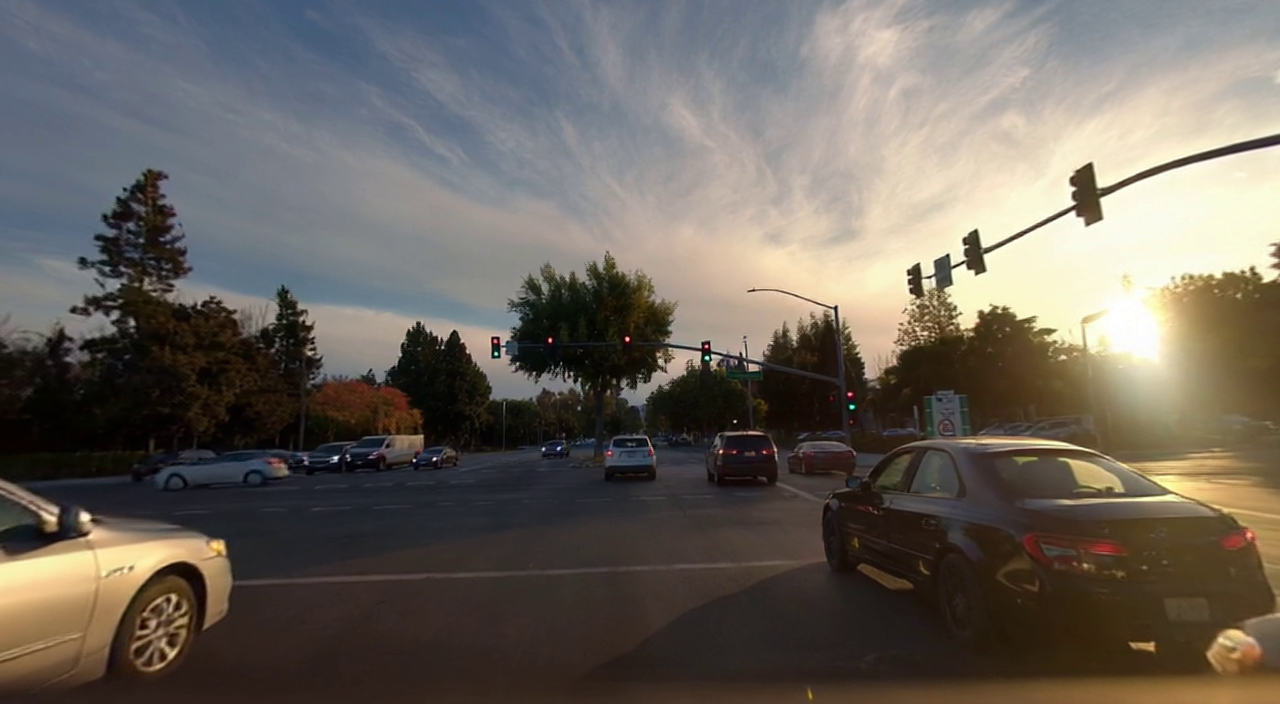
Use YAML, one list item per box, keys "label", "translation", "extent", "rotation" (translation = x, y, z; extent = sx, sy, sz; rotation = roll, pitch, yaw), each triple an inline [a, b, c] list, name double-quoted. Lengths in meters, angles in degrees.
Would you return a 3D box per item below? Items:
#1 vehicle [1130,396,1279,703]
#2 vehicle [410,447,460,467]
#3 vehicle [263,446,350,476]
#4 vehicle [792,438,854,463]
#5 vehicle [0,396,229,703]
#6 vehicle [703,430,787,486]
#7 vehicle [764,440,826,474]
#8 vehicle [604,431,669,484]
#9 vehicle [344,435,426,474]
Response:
- label: "vehicle"
  translation: [3.057, 0.648, 0.475]
  extent: [1.960, 1.460, 4.233]
  rotation: [0, -8, 0]
- label: "vehicle"
  translation: [-14.084, 7.221, 43.575]
  extent: [1.926, 1.325, 4.162]
  rotation: [-1, -8, 2]
- label: "vehicle"
  translation: [-17.549, 5.749, 33.428]
  extent: [2.086, 1.458, 4.457]
  rotation: [0, -8, 2]
- label: "vehicle"
  translation: [13.891, 7.476, 48.180]
  extent: [2.171, 1.786, 4.943]
  rotation: [2, -9, -17]
- label: "vehicle"
  translation: [-3.592, 0.816, 1.752]
  extent: [1.941, 1.492, 4.399]
  rotation: [0, -8, 0]
- label: "vehicle"
  translation: [3.450, 3.607, 21.715]
  extent: [2.097, 1.707, 4.461]
  rotation: [0, -8, 0]
- label: "vehicle"
  translation: [7.036, 4.809, 29.000]
  extent: [1.847, 1.432, 4.039]
  rotation: [0, -8, 1]
- label: "vehicle"
  translation: [-0.119, 3.863, 23.293]
  extent: [2.215, 1.749, 3.976]
  rotation: [0, -8, 0]
- label: "vehicle"
  translation: [-13.993, 5.641, 35.032]
  extent: [2.196, 1.961, 5.359]
  rotation: [0, -8, 2]
